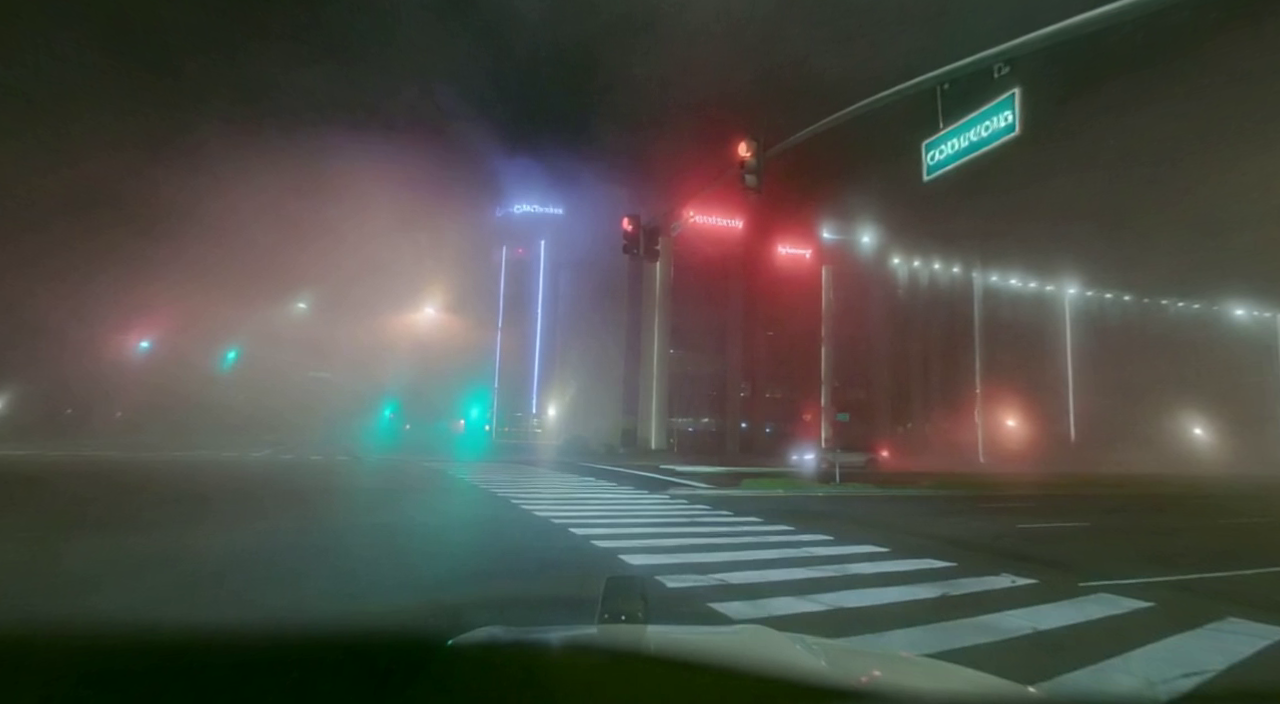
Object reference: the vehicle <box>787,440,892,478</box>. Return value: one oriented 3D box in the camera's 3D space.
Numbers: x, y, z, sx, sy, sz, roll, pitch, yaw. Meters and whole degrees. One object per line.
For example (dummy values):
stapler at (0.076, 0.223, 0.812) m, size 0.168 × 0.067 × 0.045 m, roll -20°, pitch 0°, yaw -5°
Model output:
vehicle at (10.075, 5.354, 31.730) m, size 4.713 × 1.775 × 2.030 m, roll 3°, pitch -9°, yaw -20°
